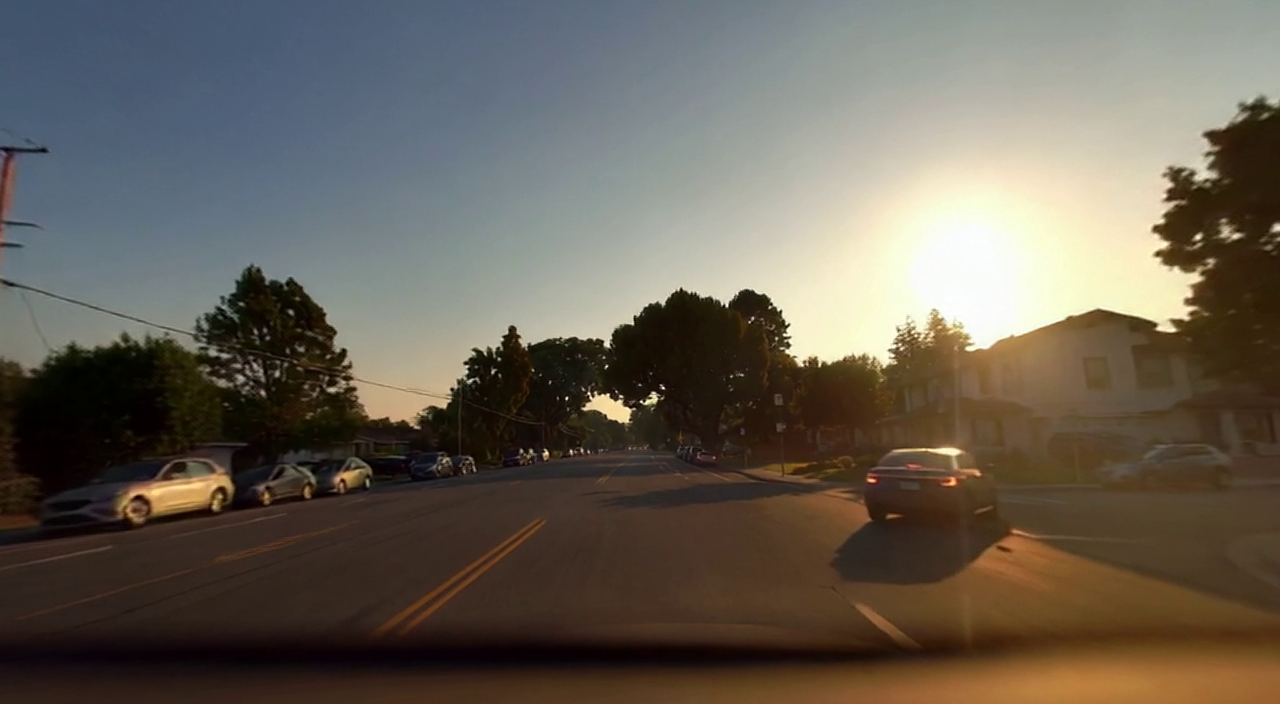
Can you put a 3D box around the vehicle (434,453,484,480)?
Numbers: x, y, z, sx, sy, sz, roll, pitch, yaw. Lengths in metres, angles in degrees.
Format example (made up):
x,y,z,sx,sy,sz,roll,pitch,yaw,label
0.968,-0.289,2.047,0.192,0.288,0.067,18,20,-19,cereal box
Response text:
x,y,z,sx,sy,sz,roll,pitch,yaw,label
-11.898,7.505,41.778,1.872,1.472,4.719,-4,-9,0,vehicle

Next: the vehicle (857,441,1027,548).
x,y,z,sx,sy,sz,roll,pitch,yaw,label
5.537,2.349,11.248,2.022,1.471,4.432,-6,-10,33,vehicle

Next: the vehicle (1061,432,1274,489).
x,y,z,sx,sy,sz,roll,pitch,yaw,label
18.195,3.768,22.047,5.369,1.857,2.174,0,-9,1,vehicle

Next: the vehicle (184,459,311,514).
x,y,z,sx,sy,sz,roll,pitch,yaw,label
-12.373,4.234,20.244,1.676,1.496,3.804,0,-9,-1,vehicle

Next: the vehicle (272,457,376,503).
x,y,z,sx,sy,sz,roll,pitch,yaw,label
-12.264,4.952,24.908,1.795,1.472,4.601,-3,-9,-1,vehicle

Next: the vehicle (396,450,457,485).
x,y,z,sx,sy,sz,roll,pitch,yaw,label
-12.425,6.694,36.986,1.988,1.741,4.379,-5,-9,0,vehicle

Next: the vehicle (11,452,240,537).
x,y,z,sx,sy,sz,roll,pitch,yaw,label
-12.353,3.384,15.652,1.938,1.754,4.315,0,-9,1,vehicle
